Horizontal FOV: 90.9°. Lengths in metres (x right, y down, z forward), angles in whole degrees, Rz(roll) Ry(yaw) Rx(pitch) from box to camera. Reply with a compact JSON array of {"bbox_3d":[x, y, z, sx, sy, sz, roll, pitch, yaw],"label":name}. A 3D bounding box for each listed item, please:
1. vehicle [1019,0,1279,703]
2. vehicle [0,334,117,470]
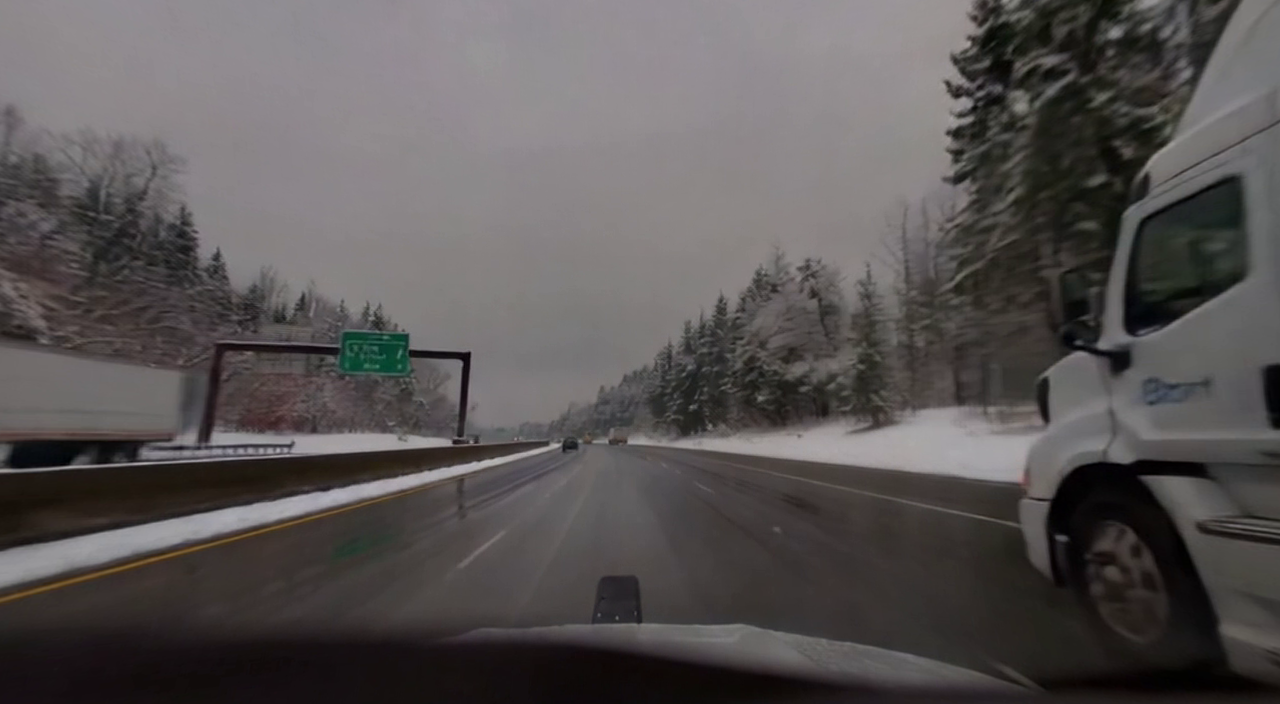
[{"bbox_3d":[4.004,-0.392,1.025,2.964,3.950,5.853,0,-8,0],"label":"vehicle"},{"bbox_3d":[-18.907,0.908,13.776,3.281,3.632,14.072,0,-8,-2],"label":"vehicle"}]
